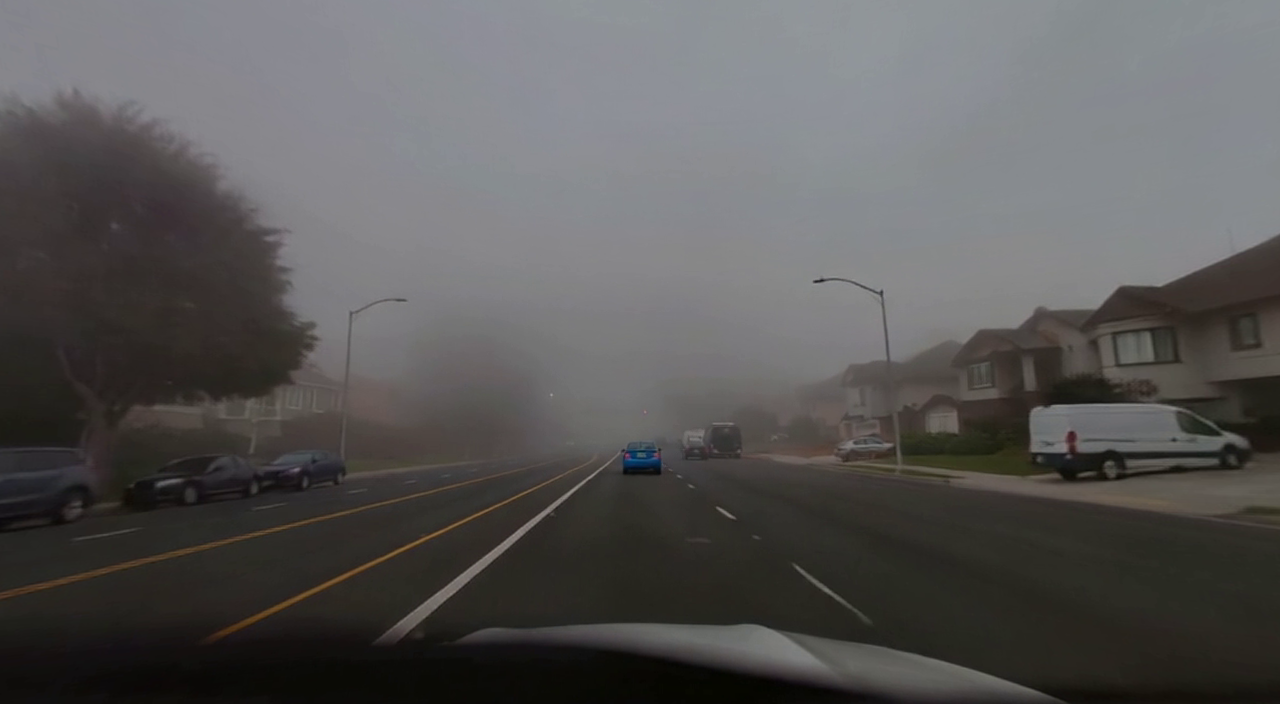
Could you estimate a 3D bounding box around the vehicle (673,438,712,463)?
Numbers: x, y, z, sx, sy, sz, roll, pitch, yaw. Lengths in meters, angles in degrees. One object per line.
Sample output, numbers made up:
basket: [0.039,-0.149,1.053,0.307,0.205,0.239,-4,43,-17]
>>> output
vehicle: [3.431,6.553,42.026,2.161,1.519,4.568,0,-9,0]

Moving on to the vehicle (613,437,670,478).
vehicle: [0.025,4.163,25.147,2.093,1.497,4.010,0,-9,-1]

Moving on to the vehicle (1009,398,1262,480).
vehicle: [14.795,2.636,19.164,5.696,2.299,2.292,0,-9,-2]

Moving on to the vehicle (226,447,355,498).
vehicle: [-14.275,4.904,26.329,2.078,1.833,5.666,-1,-9,1]

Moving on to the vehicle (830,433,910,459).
vehicle: [15.175,6.227,41.813,4.456,1.520,1.911,-2,-9,-2]

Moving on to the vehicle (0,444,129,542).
vehicle: [-14.422,2.959,13.304,2.351,2.008,5.971,0,-9,-1]

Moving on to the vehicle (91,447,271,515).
vehicle: [-14.508,4.045,20.477,2.140,1.899,4.900,0,-9,0]
